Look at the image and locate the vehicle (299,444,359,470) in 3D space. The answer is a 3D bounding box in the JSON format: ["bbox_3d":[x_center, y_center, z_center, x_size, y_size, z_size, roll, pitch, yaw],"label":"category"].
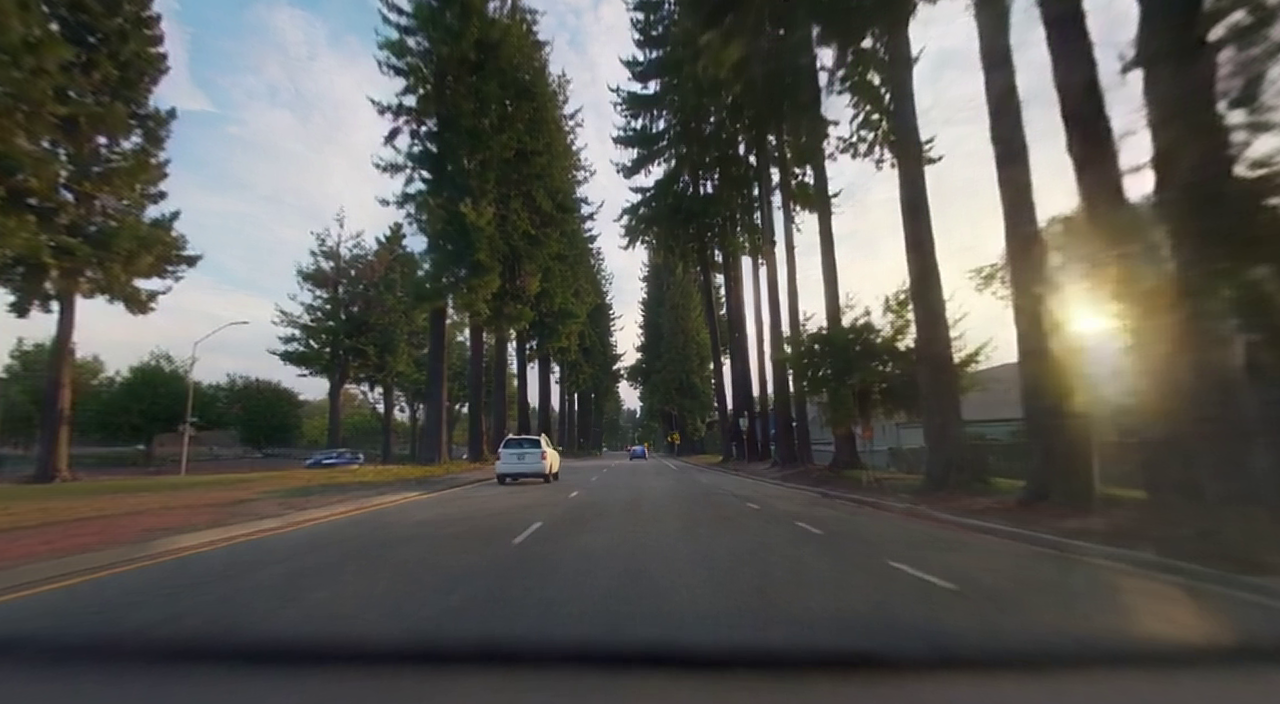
[{"bbox_3d":[-21.045,7.097,42.948,1.875,1.602,4.317,0,-8,0],"label":"vehicle"}]

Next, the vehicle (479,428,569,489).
[{"bbox_3d":[-3.647,3.434,20.726,2.078,1.748,4.279,0,-8,1],"label":"vehicle"}]
